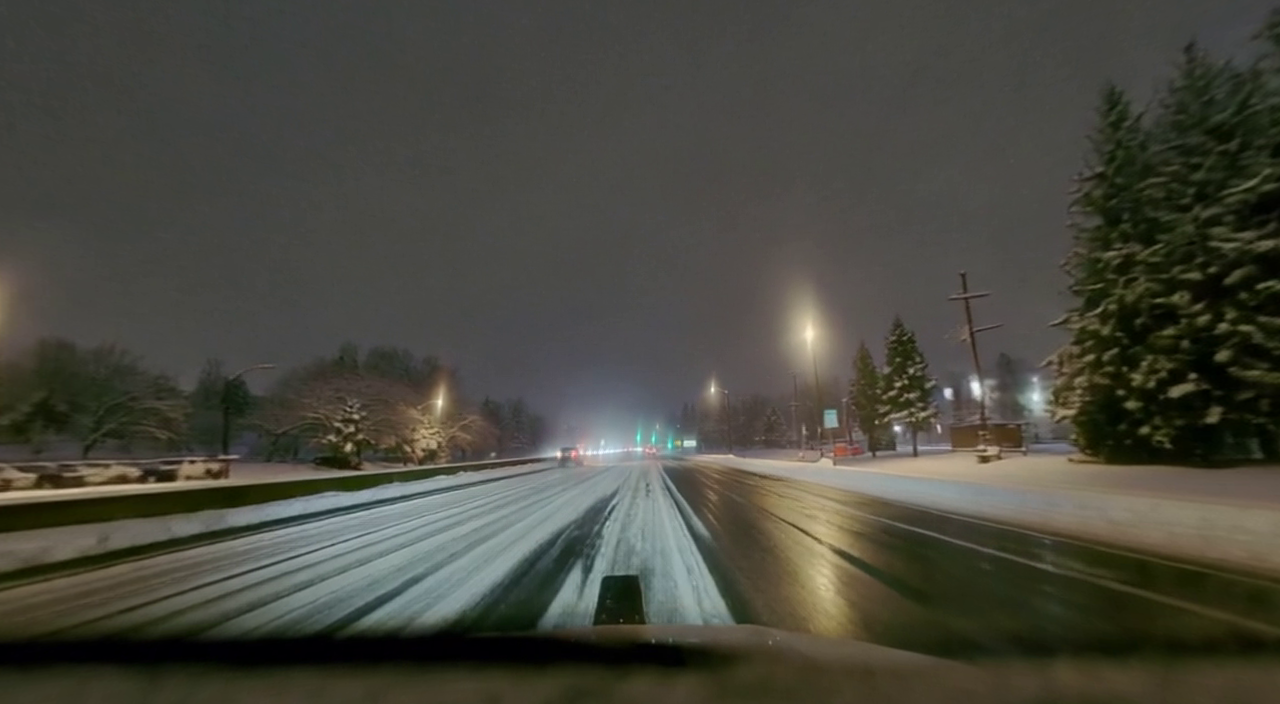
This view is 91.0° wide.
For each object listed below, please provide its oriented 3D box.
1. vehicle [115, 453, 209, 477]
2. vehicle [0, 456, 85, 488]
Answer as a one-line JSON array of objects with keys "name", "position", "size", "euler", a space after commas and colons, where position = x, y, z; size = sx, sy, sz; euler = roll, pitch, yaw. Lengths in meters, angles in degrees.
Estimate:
[{"name": "vehicle", "position": [-37.551, 8.867, 49.543], "size": [5.655, 1.840, 2.300], "euler": [-1, -9, 4]}, {"name": "vehicle", "position": [-38.426, 7.425, 38.927], "size": [6.140, 1.772, 2.262], "euler": [-3, -9, 2]}]
